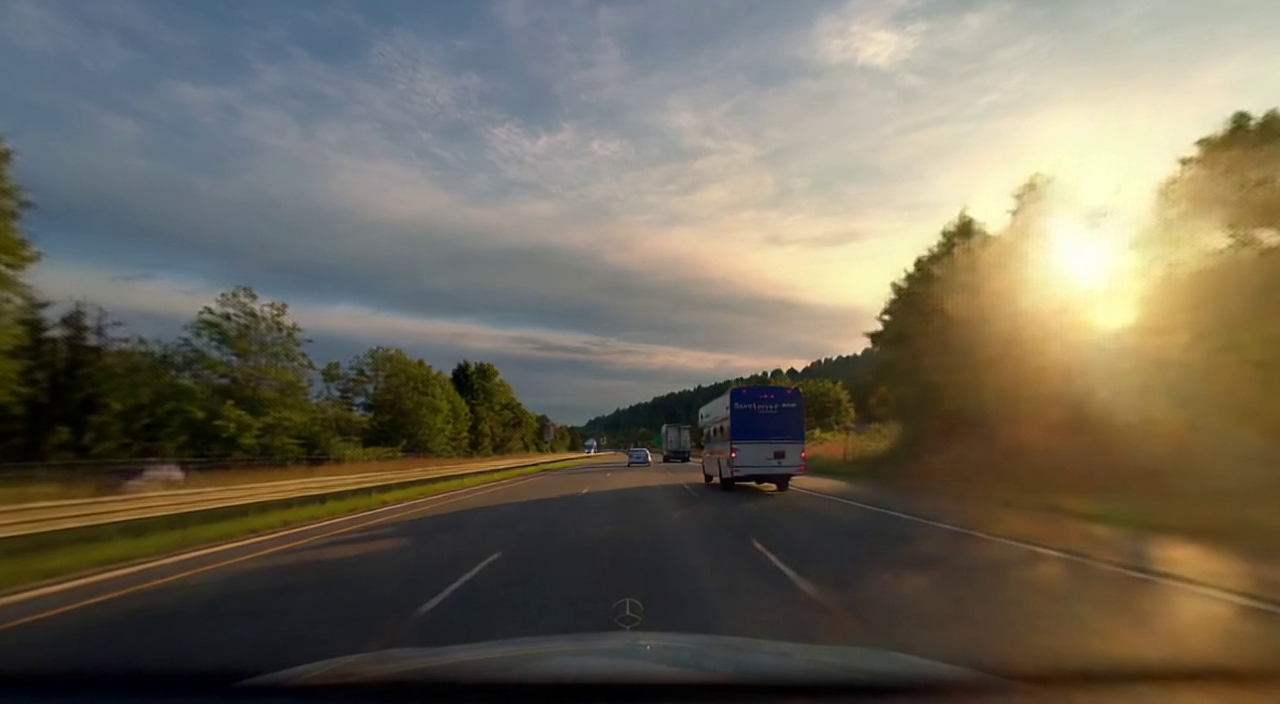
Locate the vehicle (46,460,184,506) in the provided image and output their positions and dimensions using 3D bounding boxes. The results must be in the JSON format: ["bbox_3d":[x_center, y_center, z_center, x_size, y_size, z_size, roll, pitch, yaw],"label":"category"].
[{"bbox_3d":[-19.260,4.790,23.379,1.732,1.489,3.852,0,-9,1],"label":"vehicle"}]

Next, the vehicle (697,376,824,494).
[{"bbox_3d":[4.018,3.168,23.454,2.931,3.530,8.760,0,-9,0],"label":"vehicle"}]

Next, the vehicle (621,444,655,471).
[{"bbox_3d":[-0.092,7.027,42.186,2.151,1.678,3.923,0,-9,1],"label":"vehicle"}]
